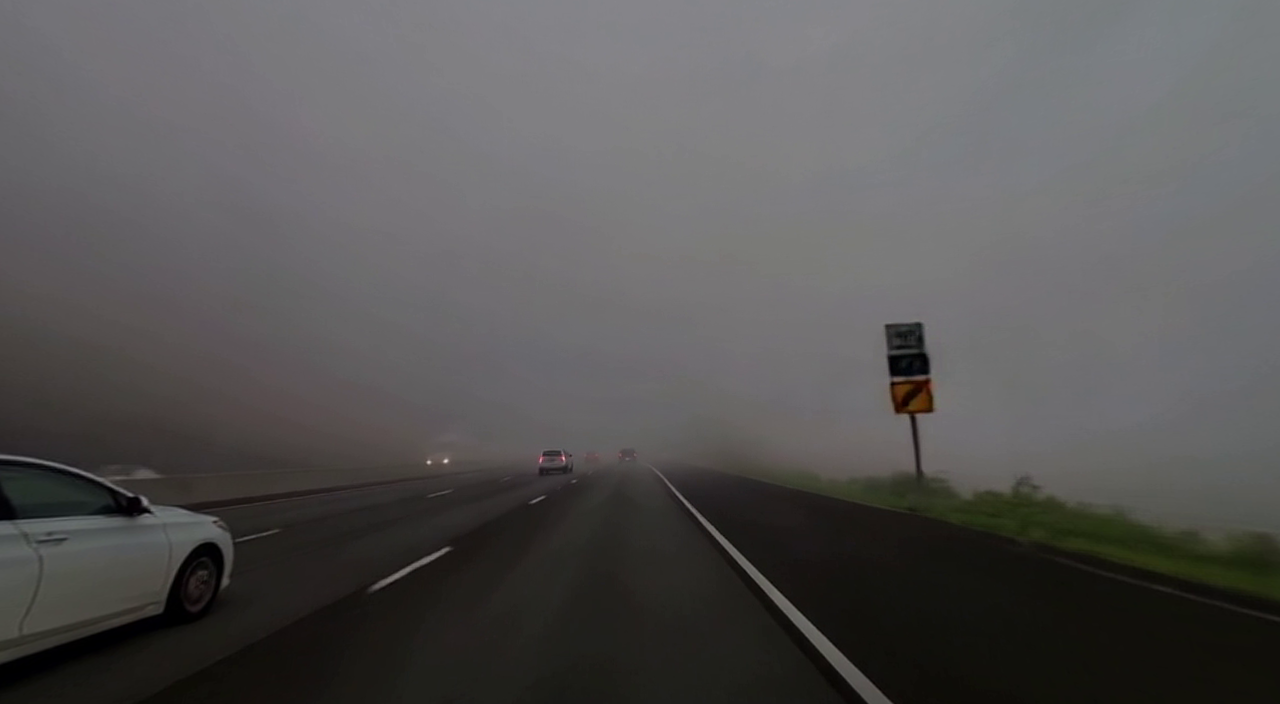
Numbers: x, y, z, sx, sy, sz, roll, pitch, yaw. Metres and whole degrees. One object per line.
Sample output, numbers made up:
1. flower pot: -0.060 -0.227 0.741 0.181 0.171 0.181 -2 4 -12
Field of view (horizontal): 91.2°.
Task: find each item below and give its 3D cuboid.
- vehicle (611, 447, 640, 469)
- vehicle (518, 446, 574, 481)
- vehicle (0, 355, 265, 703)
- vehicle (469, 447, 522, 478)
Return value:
1. vehicle: -1.048 7.636 45.381 2.023 1.479 3.718 0 -9 -1
2. vehicle: -4.250 5.115 28.954 1.988 1.477 4.118 0 -9 0
3. vehicle: -4.036 0.872 2.642 2.074 1.779 4.588 0 -9 -1
4. vehicle: -7.715 5.922 33.812 1.936 1.516 3.904 0 -9 0
